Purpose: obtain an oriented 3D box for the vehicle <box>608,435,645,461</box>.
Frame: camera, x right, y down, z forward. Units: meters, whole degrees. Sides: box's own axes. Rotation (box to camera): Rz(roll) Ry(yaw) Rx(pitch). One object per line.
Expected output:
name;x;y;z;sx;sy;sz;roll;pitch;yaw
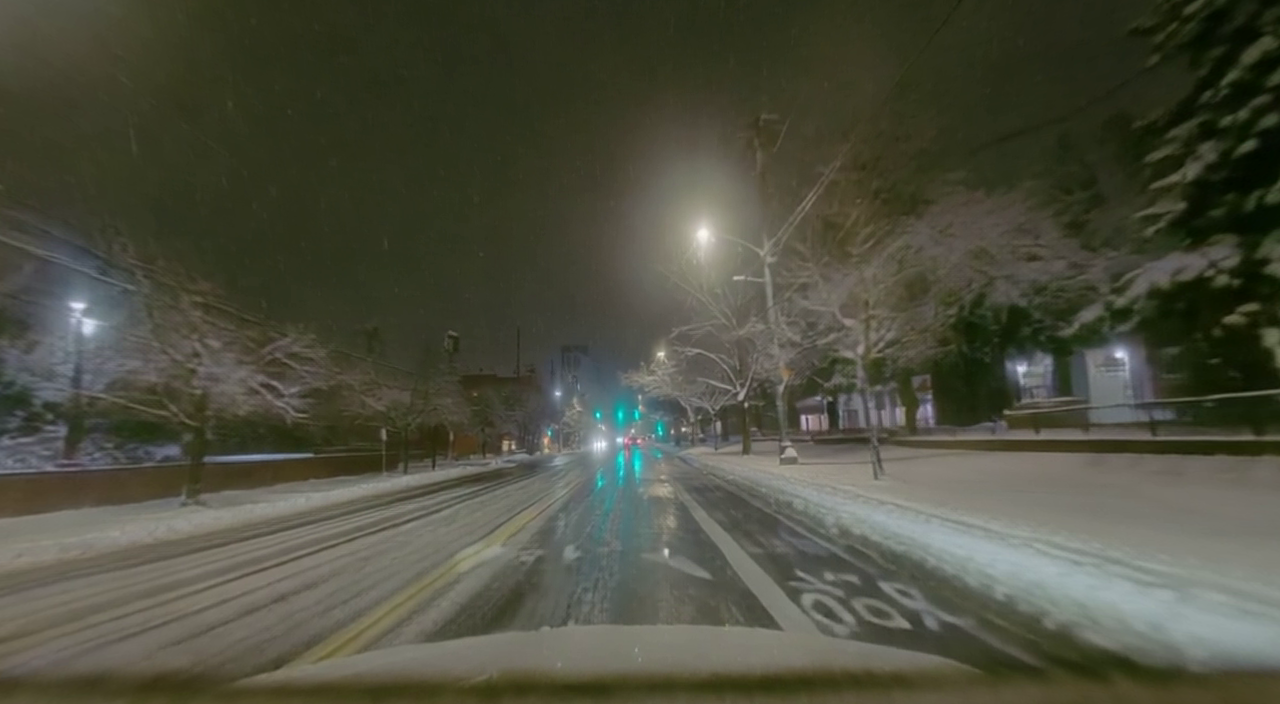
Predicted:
vehicle;-0.818;5.873;38.890;2.131;1.474;4.146;0;-8;-1
